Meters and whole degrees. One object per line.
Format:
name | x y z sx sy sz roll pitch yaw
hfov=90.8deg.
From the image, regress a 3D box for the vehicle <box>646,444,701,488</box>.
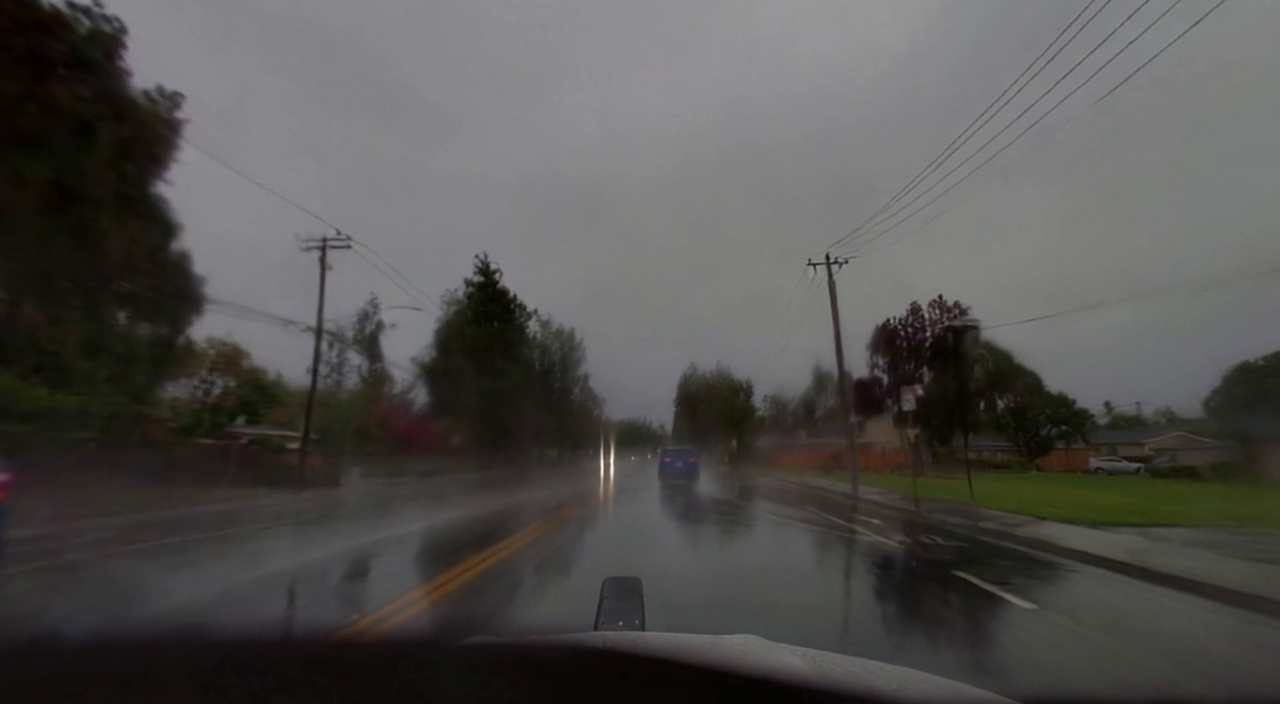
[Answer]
vehicle | 1.363 4.797 26.859 2.139 1.699 3.916 0 -9 1
